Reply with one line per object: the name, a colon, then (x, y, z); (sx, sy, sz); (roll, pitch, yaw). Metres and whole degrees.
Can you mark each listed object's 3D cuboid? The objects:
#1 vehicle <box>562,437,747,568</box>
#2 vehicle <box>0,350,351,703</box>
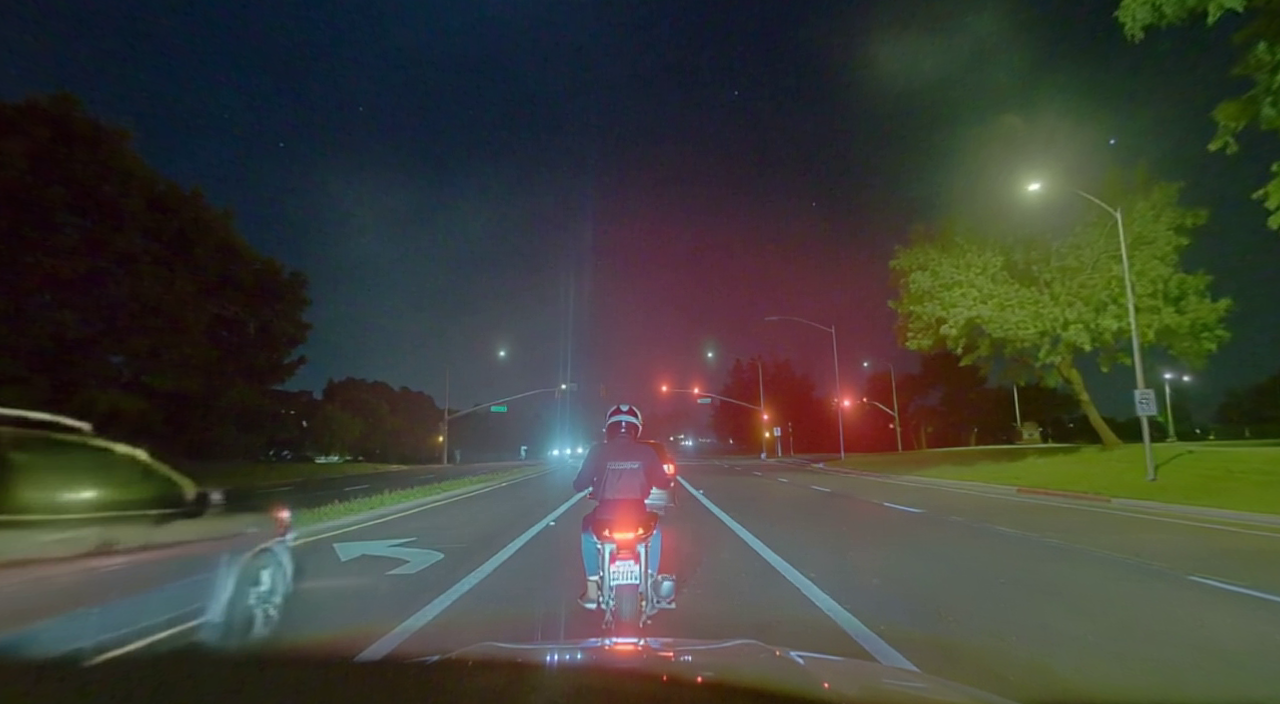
vehicle: (0.124, 2.028, 9.422); (2.093, 1.450, 4.437); (0, -8, -1)
vehicle: (-3.309, 0.852, 2.393); (2.056, 1.647, 5.045); (0, -8, 0)
